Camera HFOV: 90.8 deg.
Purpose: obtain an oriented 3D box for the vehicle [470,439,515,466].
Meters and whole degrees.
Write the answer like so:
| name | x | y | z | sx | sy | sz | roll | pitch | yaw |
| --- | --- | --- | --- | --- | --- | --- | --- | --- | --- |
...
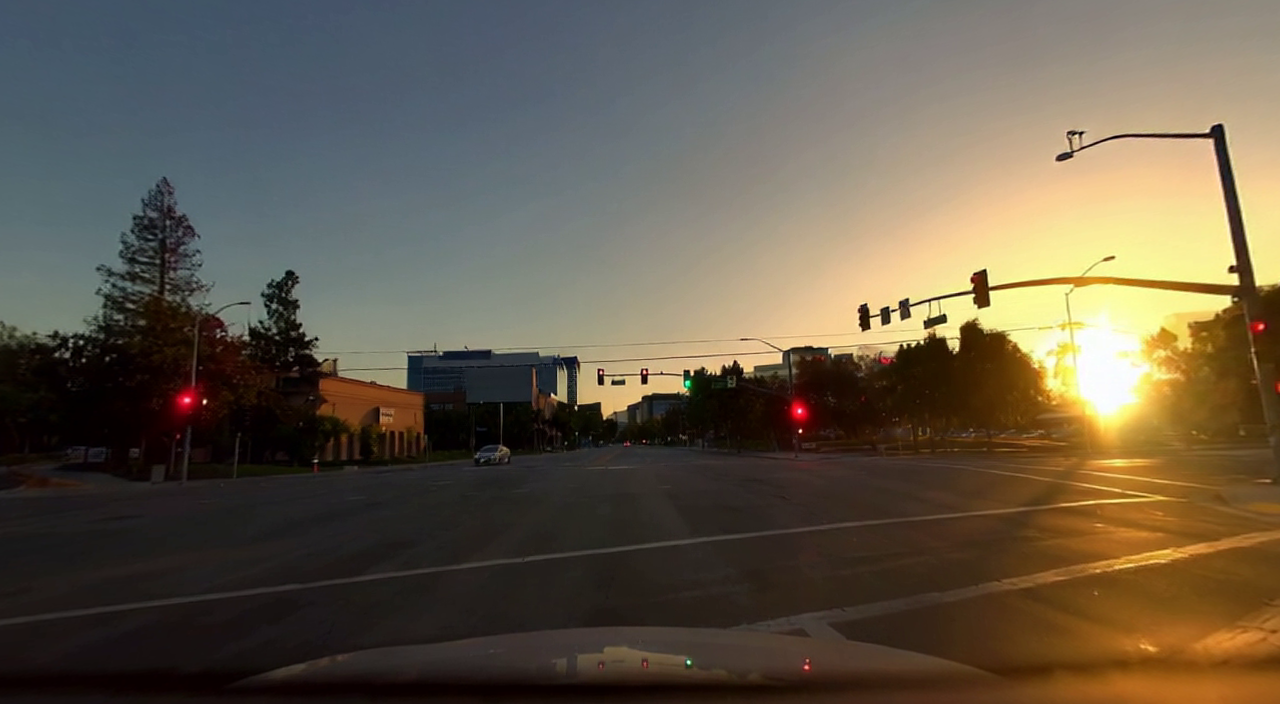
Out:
| name | x | y | z | sx | sy | sz | roll | pitch | yaw |
| --- | --- | --- | --- | --- | --- | --- | --- | --- | --- |
| vehicle | -9.732 | 6.669 | 42.007 | 1.988 | 1.692 | 4.412 | 0 | -8 | 0 |
